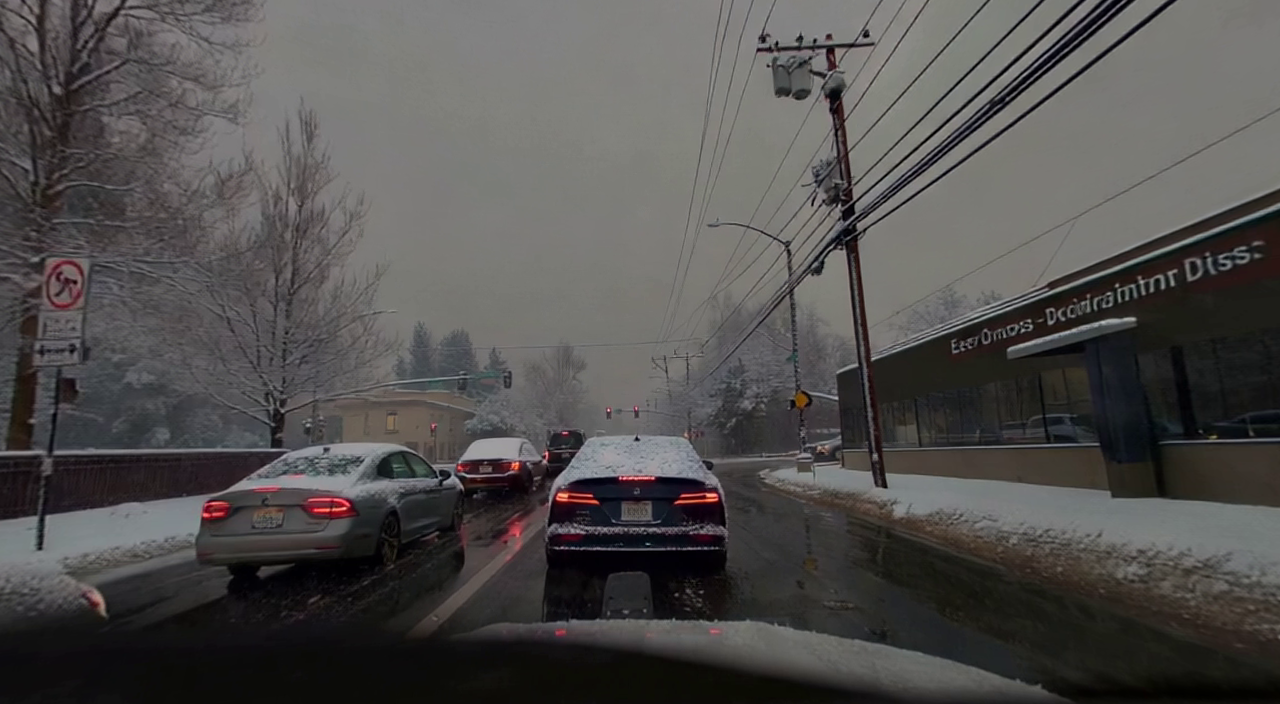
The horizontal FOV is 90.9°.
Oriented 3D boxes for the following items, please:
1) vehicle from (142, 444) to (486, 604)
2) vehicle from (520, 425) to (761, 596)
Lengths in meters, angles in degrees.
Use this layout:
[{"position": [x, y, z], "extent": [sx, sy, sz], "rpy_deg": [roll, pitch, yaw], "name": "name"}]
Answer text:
[{"position": [-3.233, 1.745, 7.332], "extent": [1.765, 1.319, 4.013], "rpy_deg": [0, -9, 2], "name": "vehicle"}, {"position": [-0.010, 1.687, 7.553], "extent": [2.101, 1.469, 3.955], "rpy_deg": [0, -9, 0], "name": "vehicle"}]
